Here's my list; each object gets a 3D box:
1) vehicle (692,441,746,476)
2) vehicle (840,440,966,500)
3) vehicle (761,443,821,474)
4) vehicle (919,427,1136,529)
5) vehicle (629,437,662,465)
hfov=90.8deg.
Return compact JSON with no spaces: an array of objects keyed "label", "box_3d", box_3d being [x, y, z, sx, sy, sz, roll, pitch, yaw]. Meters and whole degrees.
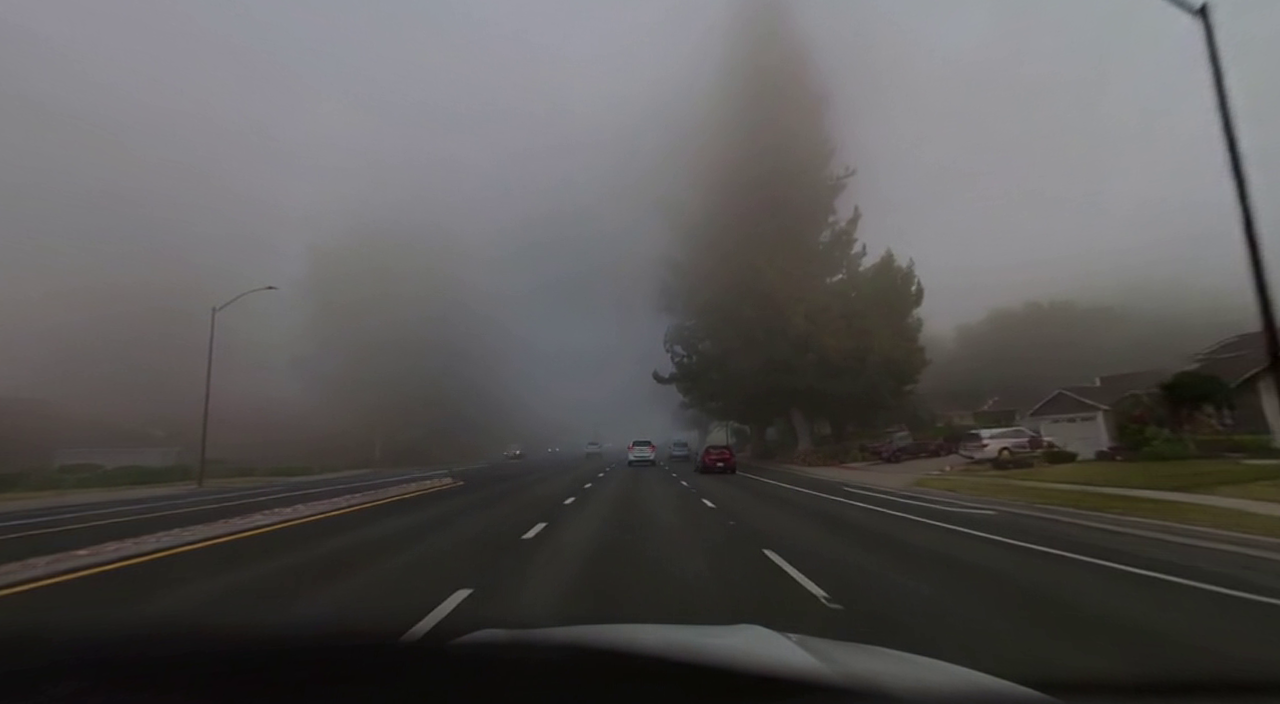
[{"label":"vehicle","box_3d":[3.491,4.781,28.549,1.830,1.451,4.009,0,-8,-1]},{"label":"vehicle","box_3d":[7.733,3.478,19.114,1.913,1.566,4.354,0,-8,0]},{"label":"vehicle","box_3d":[7.732,5.499,32.854,1.965,1.486,4.707,0,-8,0]},{"label":"vehicle","box_3d":[7.725,2.515,13.168,1.933,1.759,3.900,0,-8,-1]},{"label":"vehicle","box_3d":[0.337,6.617,42.221,2.043,1.734,4.253,0,-8,-2]}]
